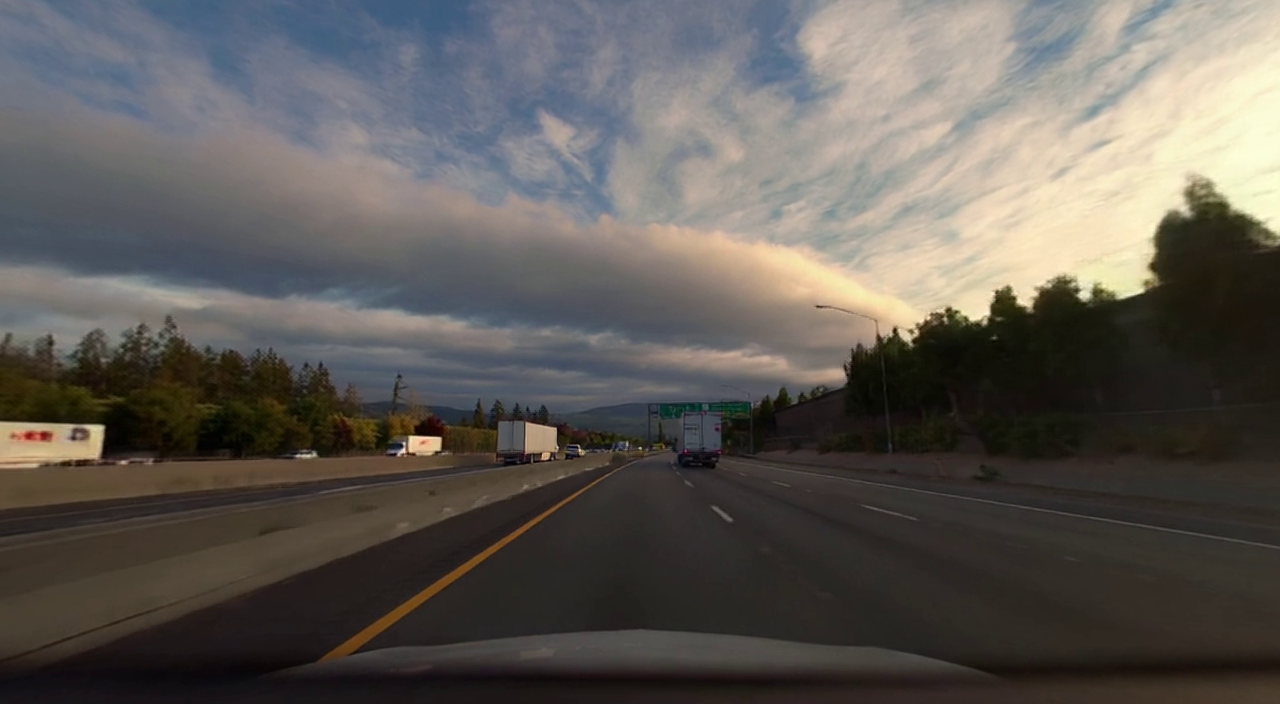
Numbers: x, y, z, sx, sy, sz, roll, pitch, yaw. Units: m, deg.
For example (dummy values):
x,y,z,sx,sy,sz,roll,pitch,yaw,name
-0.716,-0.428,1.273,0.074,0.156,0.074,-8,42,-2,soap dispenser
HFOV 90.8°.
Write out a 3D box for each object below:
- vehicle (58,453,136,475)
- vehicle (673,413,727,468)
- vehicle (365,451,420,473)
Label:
x,y,z,sx,sy,sz,roll,pitch,yaw,name
-40.051,8.261,46.662,1.714,1.471,4.288,-1,-9,3,vehicle
4.362,6.951,48.981,2.928,3.595,13.975,0,-9,1,vehicle
-16.790,7.449,42.953,1.833,1.438,4.011,-1,-9,5,vehicle
